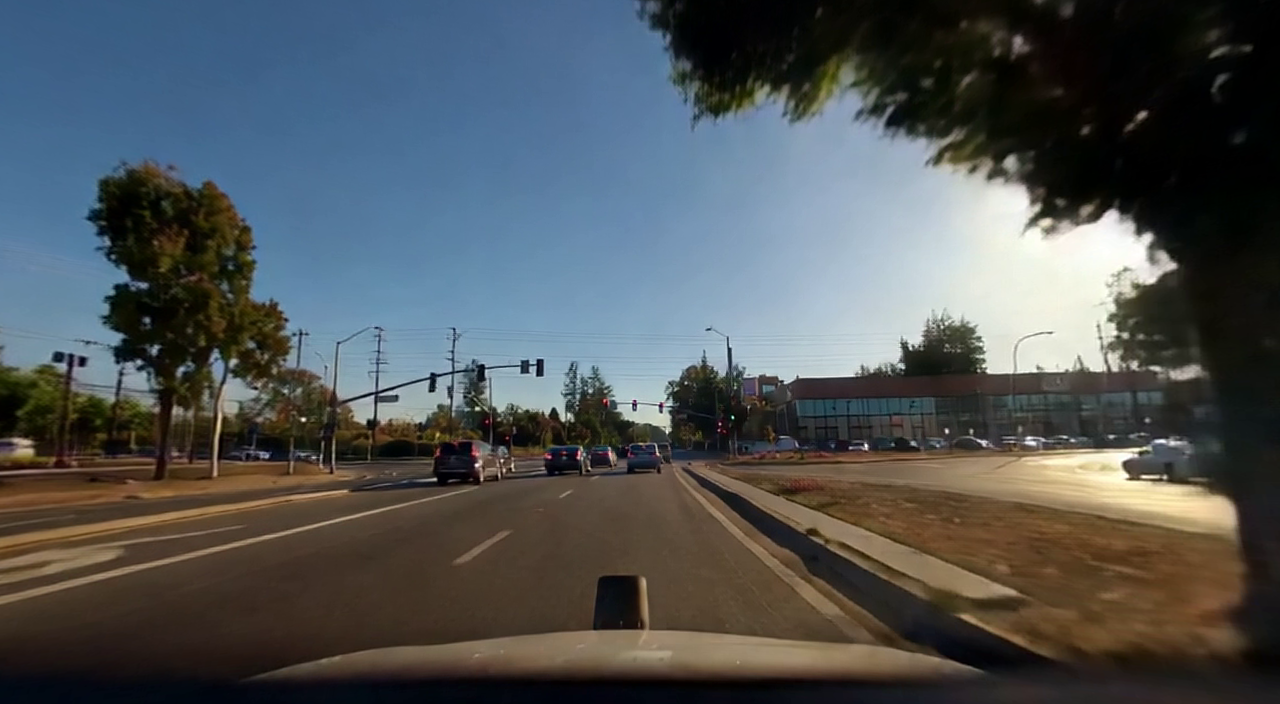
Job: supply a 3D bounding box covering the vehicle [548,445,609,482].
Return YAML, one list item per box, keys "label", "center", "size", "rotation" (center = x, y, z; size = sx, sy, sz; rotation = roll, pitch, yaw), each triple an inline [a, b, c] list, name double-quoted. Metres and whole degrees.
- label: "vehicle"
  center: [-2.624, 4.889, 27.994]
  size: [2.064, 1.464, 4.373]
  rotation: [-1, -8, 3]

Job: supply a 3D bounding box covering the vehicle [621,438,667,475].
- label: "vehicle"
  center: [0.277, 5.687, 34.652]
  size: [2.276, 1.850, 3.897]
  rotation: [-1, -8, 4]

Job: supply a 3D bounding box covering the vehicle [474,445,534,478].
- label: "vehicle"
  center: [-6.945, 5.625, 32.773]
  size: [1.912, 1.573, 4.299]
  rotation: [-1, -8, 4]

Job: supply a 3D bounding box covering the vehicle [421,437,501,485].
- label: "vehicle"
  center: [-7.052, 4.308, 25.293]
  size: [1.860, 1.754, 4.089]
  rotation: [0, -8, 2]
